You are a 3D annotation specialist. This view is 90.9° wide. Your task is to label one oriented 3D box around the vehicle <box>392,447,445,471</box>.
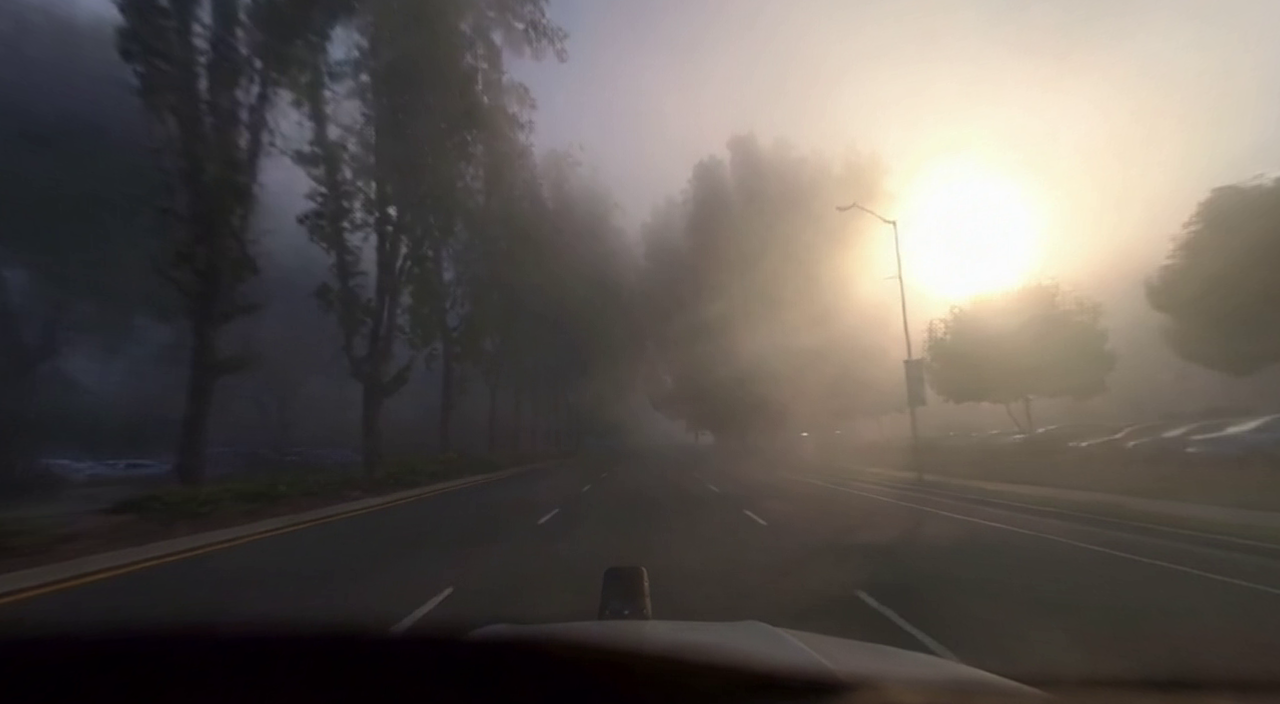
[{"bbox_3d":[-16.190,7.831,46.367,2.168,1.634,4.610,0,-8,1],"label":"vehicle"}]
